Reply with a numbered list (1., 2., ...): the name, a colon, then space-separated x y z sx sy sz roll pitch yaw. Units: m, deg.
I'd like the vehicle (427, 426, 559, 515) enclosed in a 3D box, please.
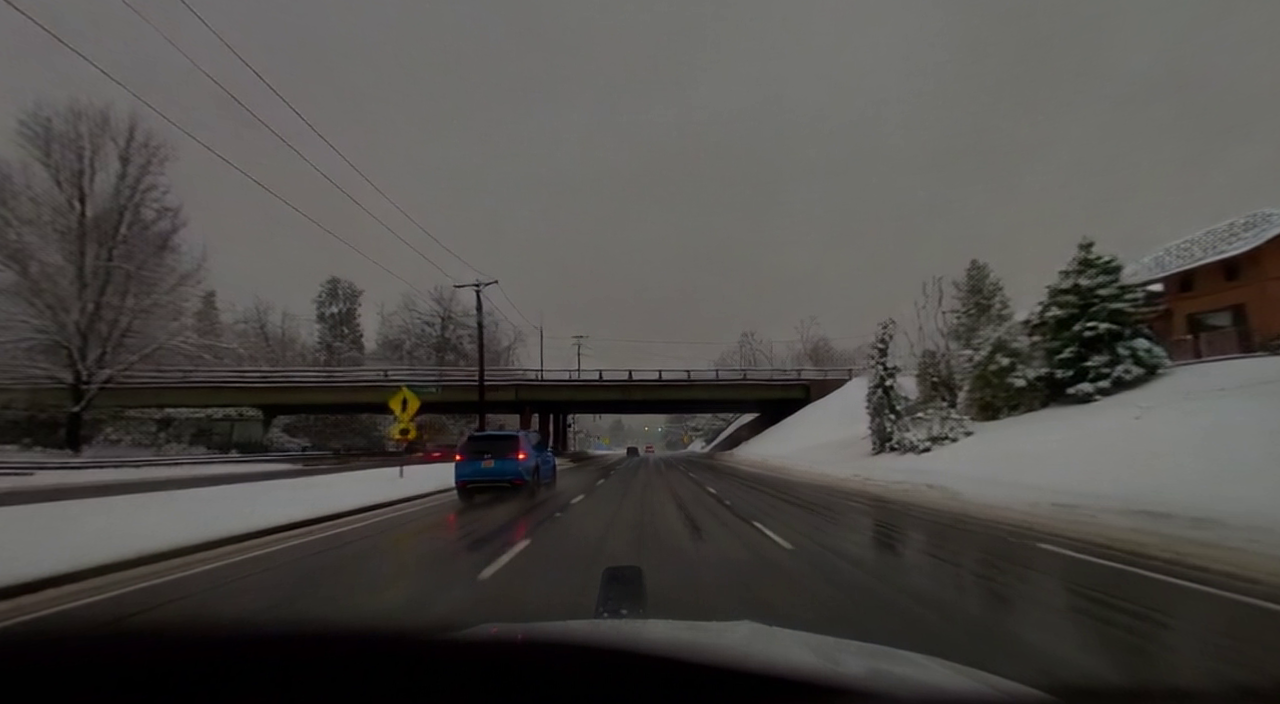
1. vehicle: -3.131 2.618 14.362 1.882 1.704 4.335 0 -9 1
